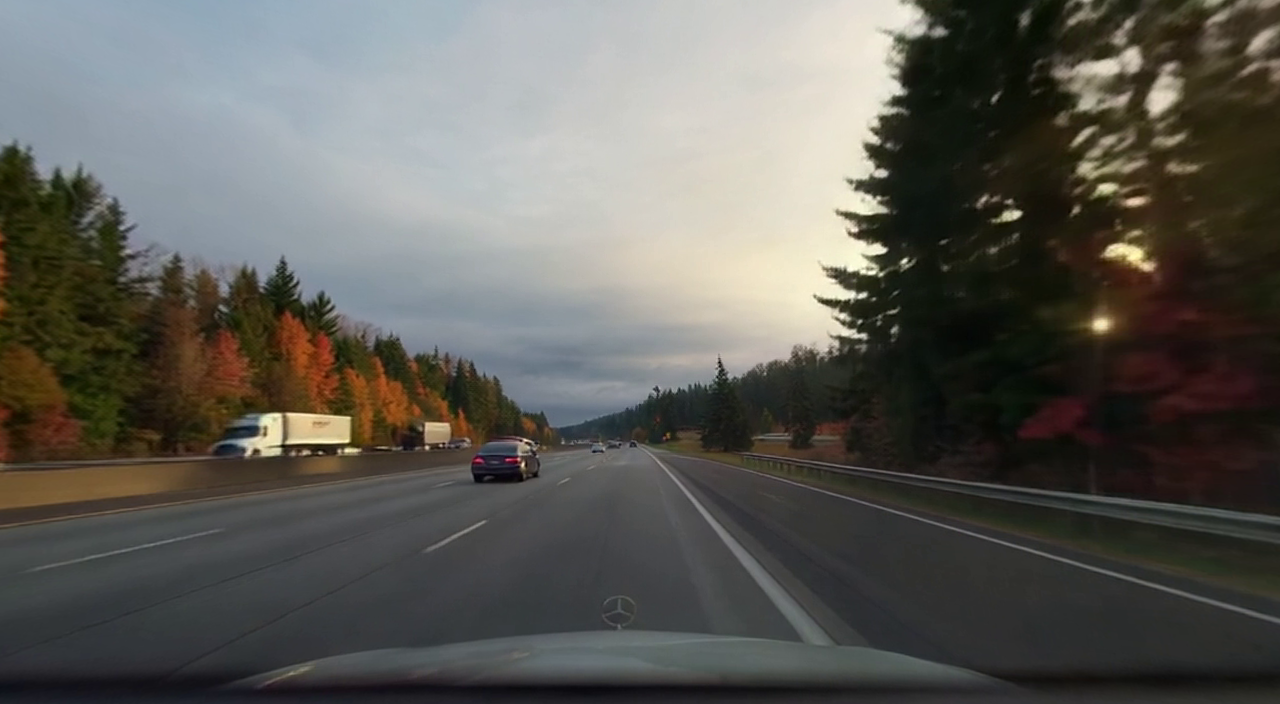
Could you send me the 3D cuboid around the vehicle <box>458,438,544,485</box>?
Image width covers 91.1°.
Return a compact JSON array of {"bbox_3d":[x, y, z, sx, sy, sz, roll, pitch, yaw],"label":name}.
[{"bbox_3d":[-4.782,3.808,22.289,2.004,1.497,4.260,0,-8,1],"label":"vehicle"}]
